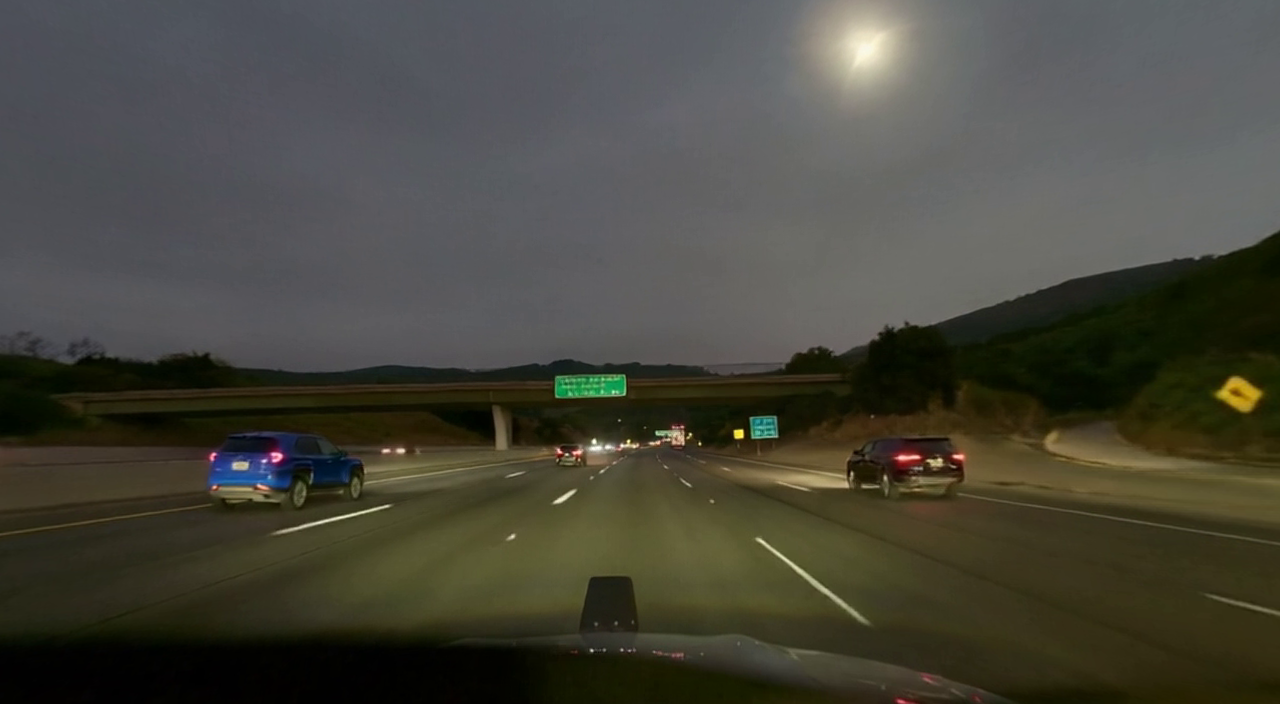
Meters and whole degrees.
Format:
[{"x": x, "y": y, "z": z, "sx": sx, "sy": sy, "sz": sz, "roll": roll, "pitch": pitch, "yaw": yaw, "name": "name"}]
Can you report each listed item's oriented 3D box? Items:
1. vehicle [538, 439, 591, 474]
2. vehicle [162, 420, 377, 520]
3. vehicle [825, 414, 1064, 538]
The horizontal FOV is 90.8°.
[{"x": -3.465, "y": 4.933, "z": 29.924, "sx": 1.925, "sy": 1.509, "sz": 4.363, "roll": 0, "pitch": -9, "yaw": 1, "name": "vehicle"}, {"x": -7.214, "y": 2.337, "z": 12.939, "sx": 1.860, "sy": 1.694, "sz": 4.173, "roll": 0, "pitch": -9, "yaw": 0, "name": "vehicle"}, {"x": 4.956, "y": 2.083, "z": 11.193, "sx": 1.950, "sy": 1.719, "sz": 4.545, "roll": 0, "pitch": -9, "yaw": 0, "name": "vehicle"}]
